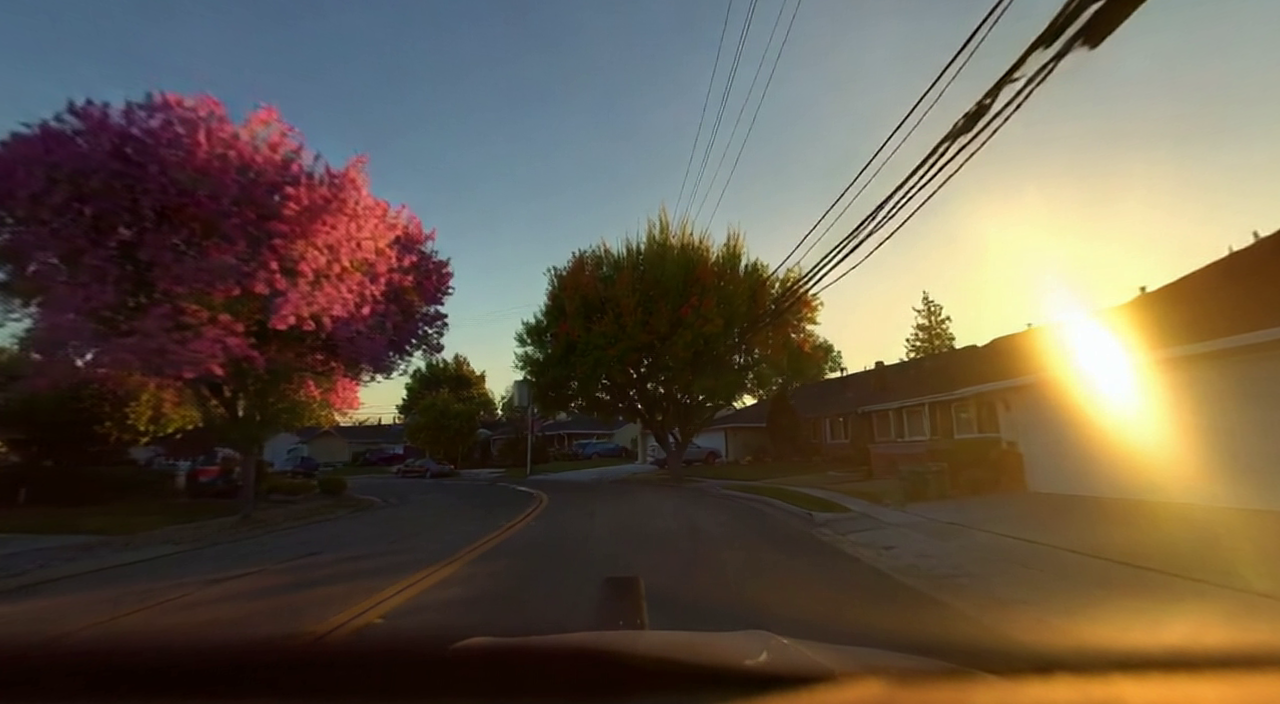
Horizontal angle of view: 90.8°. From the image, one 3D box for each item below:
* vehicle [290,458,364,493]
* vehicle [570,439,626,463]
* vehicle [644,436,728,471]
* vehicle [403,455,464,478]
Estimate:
[{"bbox_3d":[-17.254,6.749,34.806,3.897,1.493,1.942,-3,-6,34],"label":"vehicle"},{"bbox_3d":[-3.229,7.719,49.332,2.043,1.819,4.476,-6,-10,33],"label":"vehicle"},{"bbox_3d":[2.717,5.912,36.955,4.459,1.738,1.930,1,-8,-28],"label":"vehicle"},{"bbox_3d":[-14.674,8.089,44.785,4.019,1.484,1.978,-6,-10,33],"label":"vehicle"}]
